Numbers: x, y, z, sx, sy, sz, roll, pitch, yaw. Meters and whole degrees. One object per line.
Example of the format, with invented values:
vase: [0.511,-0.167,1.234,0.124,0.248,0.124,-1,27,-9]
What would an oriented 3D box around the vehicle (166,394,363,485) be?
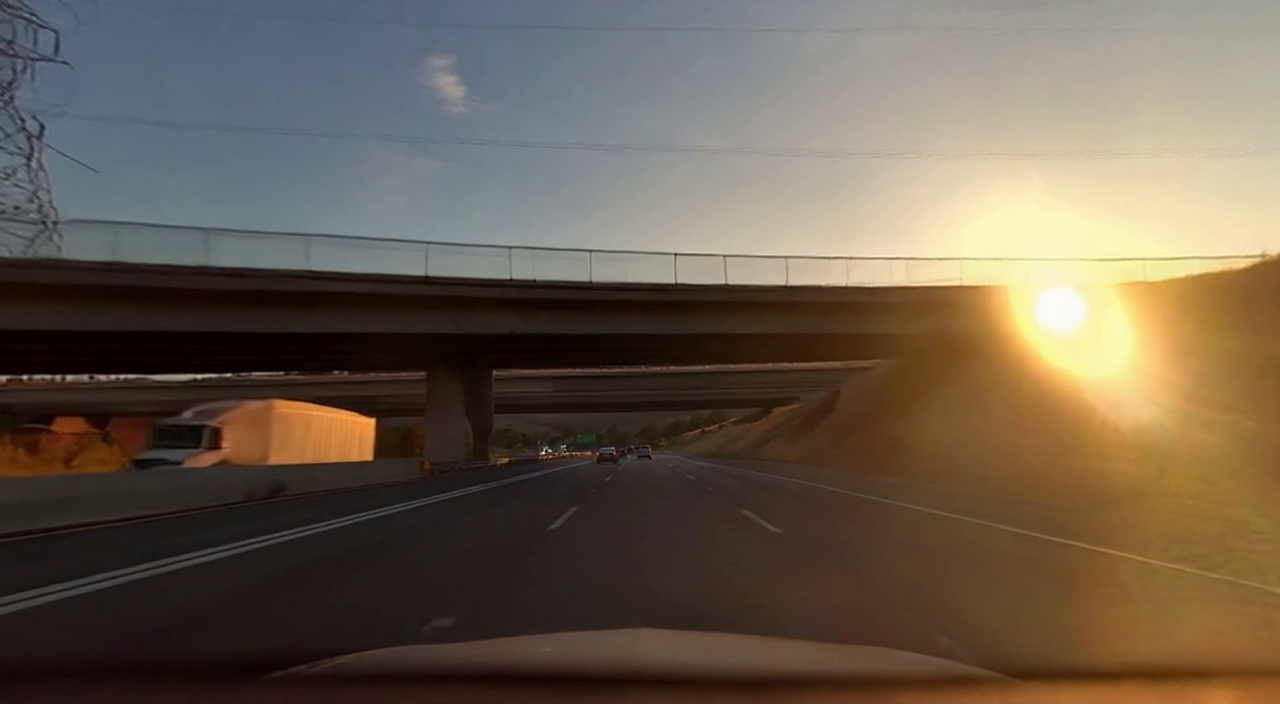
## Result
vehicle: [-19.691,4.919,34.829,2.890,4.006,13.229,0,-9,0]
